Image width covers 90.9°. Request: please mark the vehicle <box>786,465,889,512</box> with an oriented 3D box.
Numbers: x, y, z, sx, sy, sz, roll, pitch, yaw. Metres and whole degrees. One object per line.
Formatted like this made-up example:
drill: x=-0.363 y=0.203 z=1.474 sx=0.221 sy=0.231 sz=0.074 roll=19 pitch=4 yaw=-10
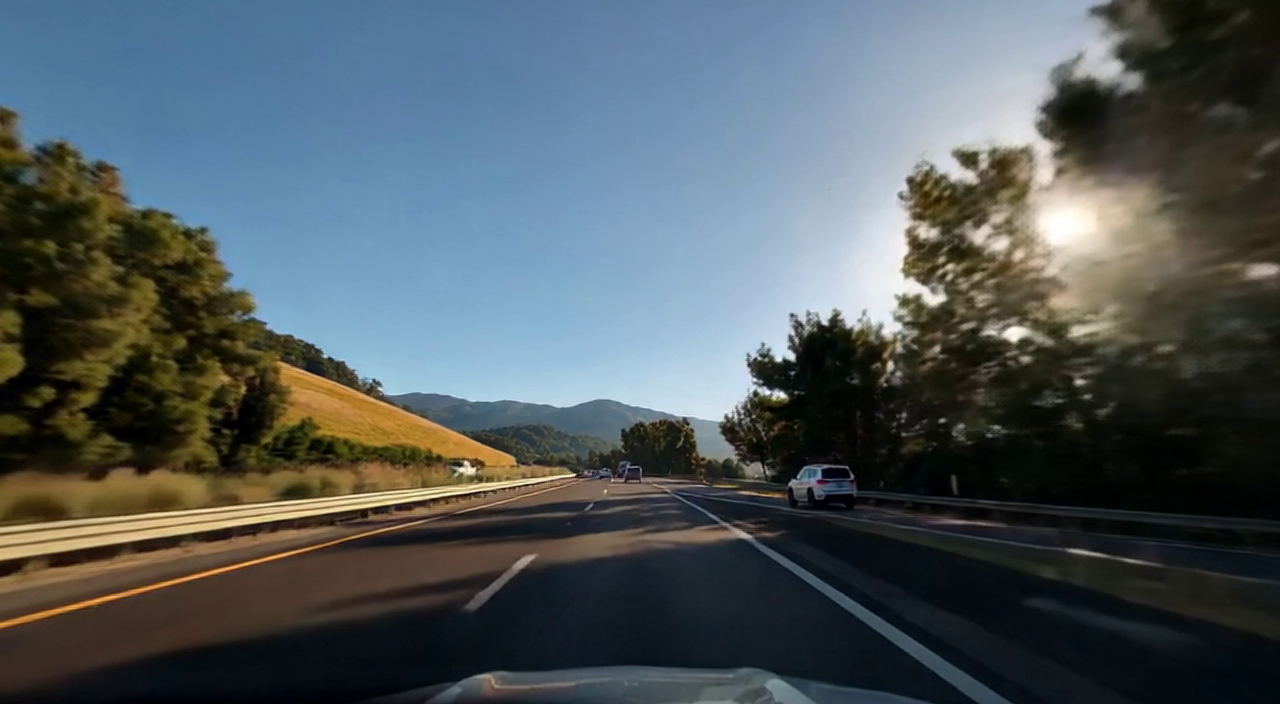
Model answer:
vehicle: x=8.131 y=5.681 z=26.497 sx=2.089 sy=1.770 sz=4.571 roll=3 pitch=-11 yaw=-11
